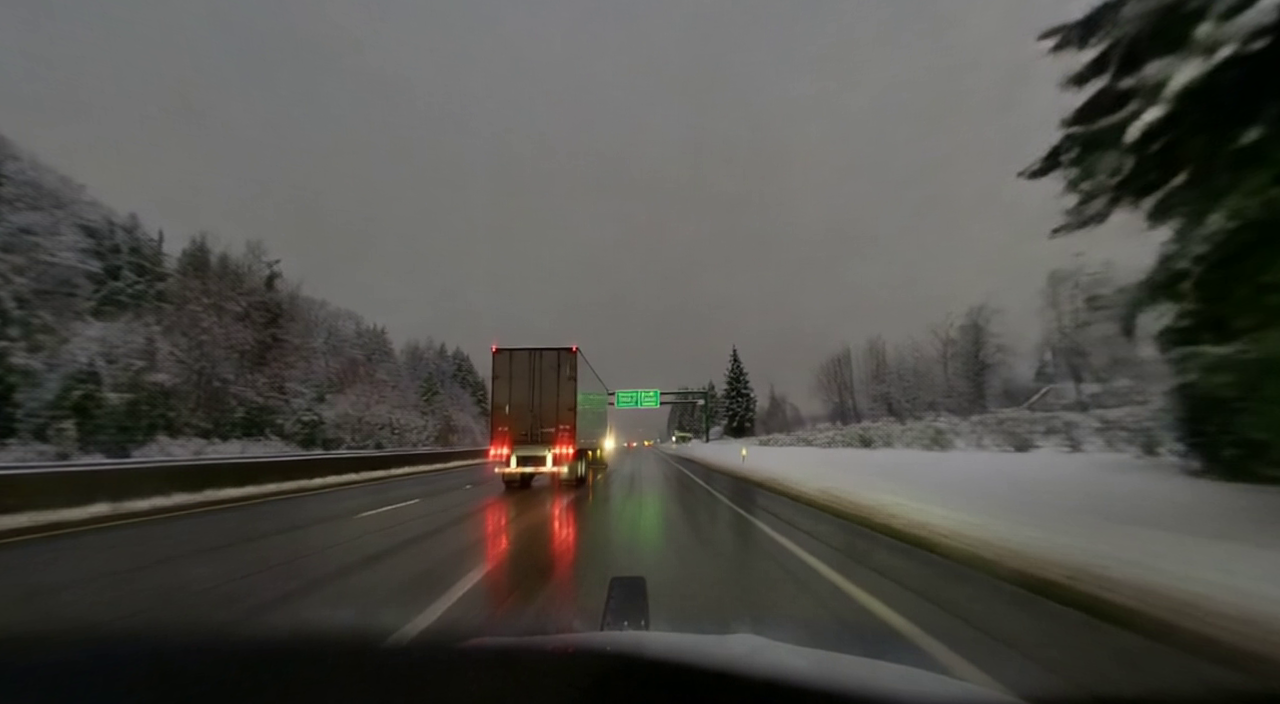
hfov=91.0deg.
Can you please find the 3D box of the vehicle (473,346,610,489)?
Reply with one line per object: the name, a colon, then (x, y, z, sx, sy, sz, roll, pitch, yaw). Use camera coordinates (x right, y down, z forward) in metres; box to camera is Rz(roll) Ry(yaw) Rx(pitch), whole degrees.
vehicle: (-3.097, 2.857, 24.882, 2.947, 4.051, 14.256, 0, -8, 1)
